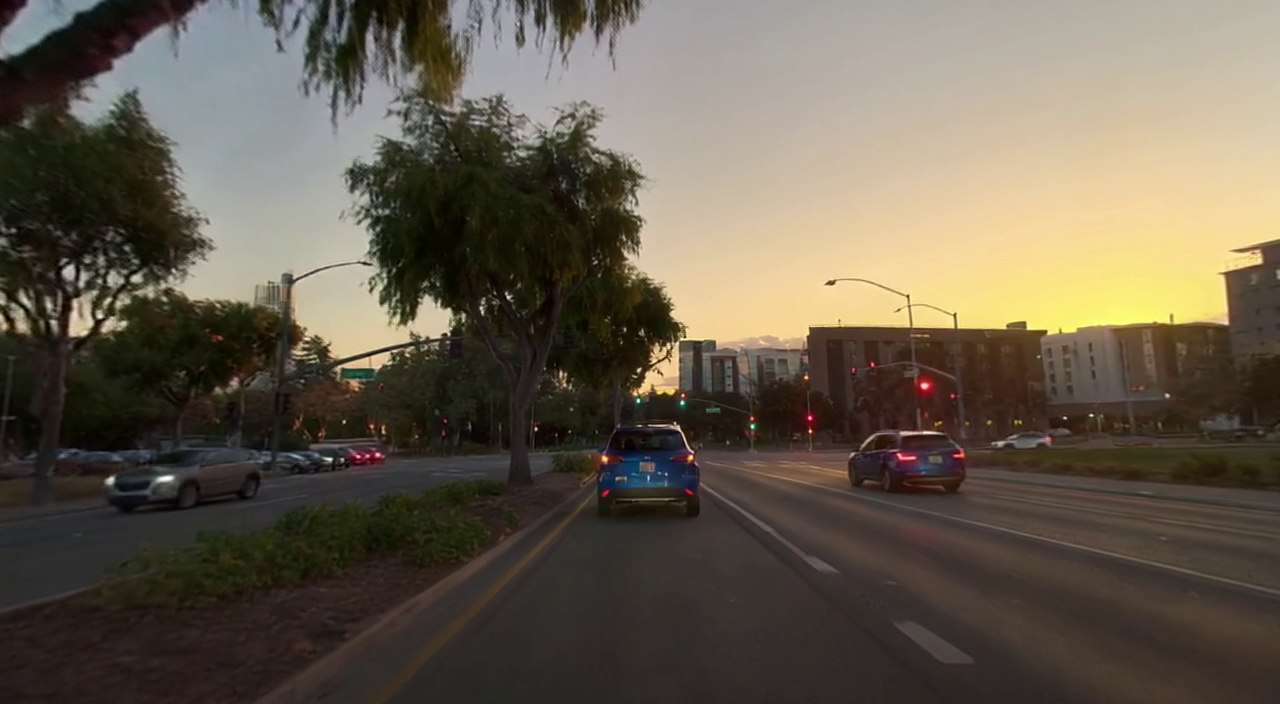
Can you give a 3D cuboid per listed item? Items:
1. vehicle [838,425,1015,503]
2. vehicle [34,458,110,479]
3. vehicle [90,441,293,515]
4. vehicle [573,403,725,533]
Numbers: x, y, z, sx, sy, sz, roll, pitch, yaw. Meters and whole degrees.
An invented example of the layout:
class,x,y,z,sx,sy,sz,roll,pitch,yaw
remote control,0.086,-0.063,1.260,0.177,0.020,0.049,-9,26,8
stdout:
class,x,y,z,sx,sy,sz,roll,pitch,yaw
vehicle,7.049,2.818,16.246,2.447,1.707,4.396,0,-9,0
vehicle,-40.237,8.241,44.850,3.386,1.456,2.024,0,-9,0
vehicle,-11.257,3.159,16.437,2.209,1.627,4.582,1,-9,-5
vehicle,0.212,2.093,11.889,2.267,1.926,4.708,-1,-9,2
